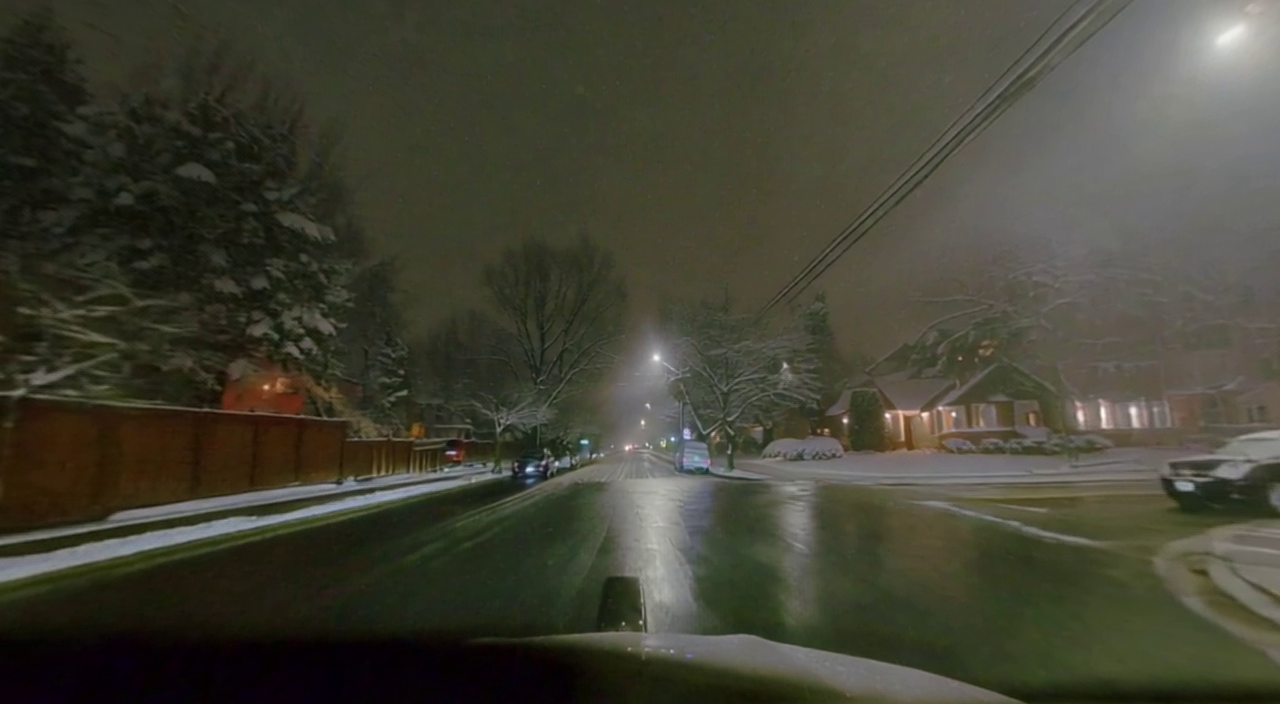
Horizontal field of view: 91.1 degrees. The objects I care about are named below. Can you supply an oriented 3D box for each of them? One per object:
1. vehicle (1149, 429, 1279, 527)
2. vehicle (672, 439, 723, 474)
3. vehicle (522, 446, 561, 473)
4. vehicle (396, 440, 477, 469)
[{"bbox_3d":[12.547,2.196,11.632,4.708,1.527,2.113,-1,-8,-10],"label":"vehicle"},{"bbox_3d":[3.098,5.727,34.704,2.140,1.749,4.369,0,-9,-3],"label":"vehicle"},{"bbox_3d":[-6.054,6.686,39.157,1.947,1.557,3.900,0,-9,-2],"label":"vehicle"},{"bbox_3d":[-13.884,7.012,43.126,5.019,1.867,2.006,1,-9,-8],"label":"vehicle"}]
